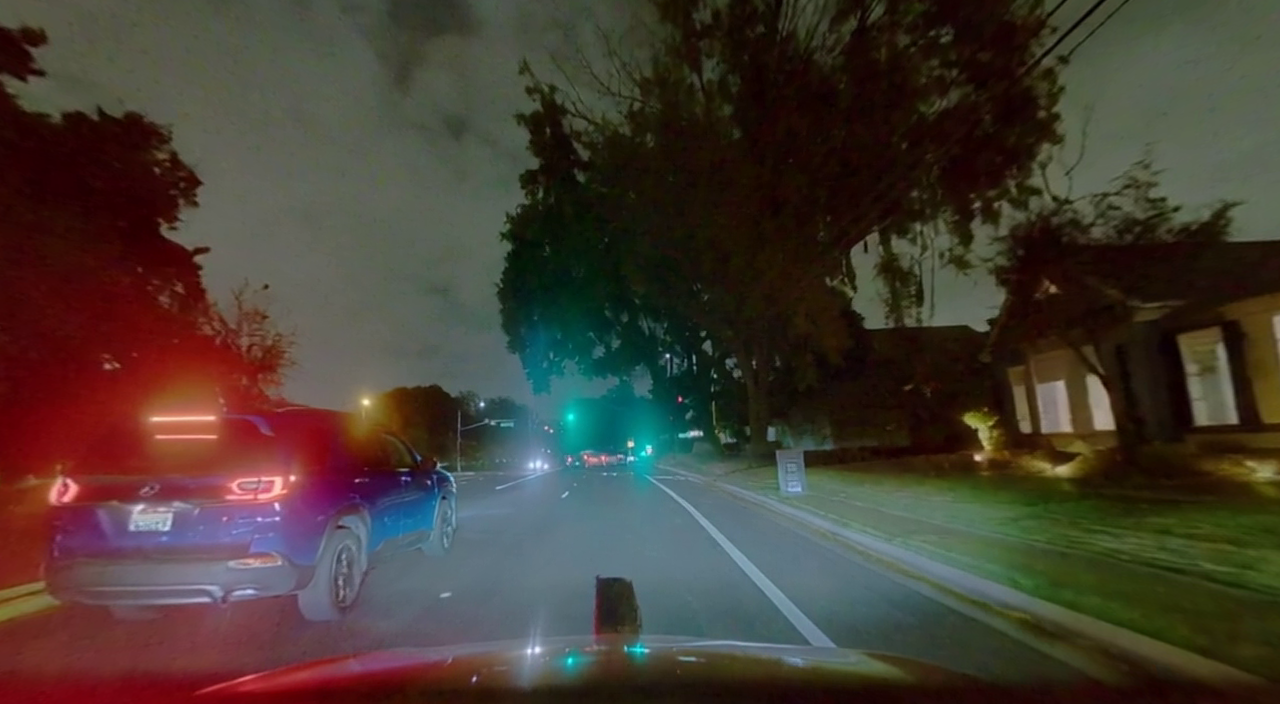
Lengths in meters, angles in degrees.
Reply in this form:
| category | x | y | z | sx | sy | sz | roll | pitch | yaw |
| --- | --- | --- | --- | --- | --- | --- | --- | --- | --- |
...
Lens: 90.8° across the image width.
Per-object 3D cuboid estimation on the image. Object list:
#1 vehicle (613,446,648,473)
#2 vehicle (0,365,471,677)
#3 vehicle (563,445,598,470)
| category | x | y | z | sx | sy | sz | roll | pitch | yaw |
| --- | --- | --- | --- | --- | --- | --- | --- | --- | --- |
| vehicle | -0.577 | 6.413 | 37.870 | 2.016 | 1.470 | 3.784 | 0 | -8 | -1 |
| vehicle | -3.693 | 1.465 | 6.846 | 2.276 | 1.960 | 5.561 | 0 | -8 | -1 |
| vehicle | -4.178 | 7.514 | 45.100 | 2.002 | 1.688 | 4.084 | 0 | -8 | 1 |
